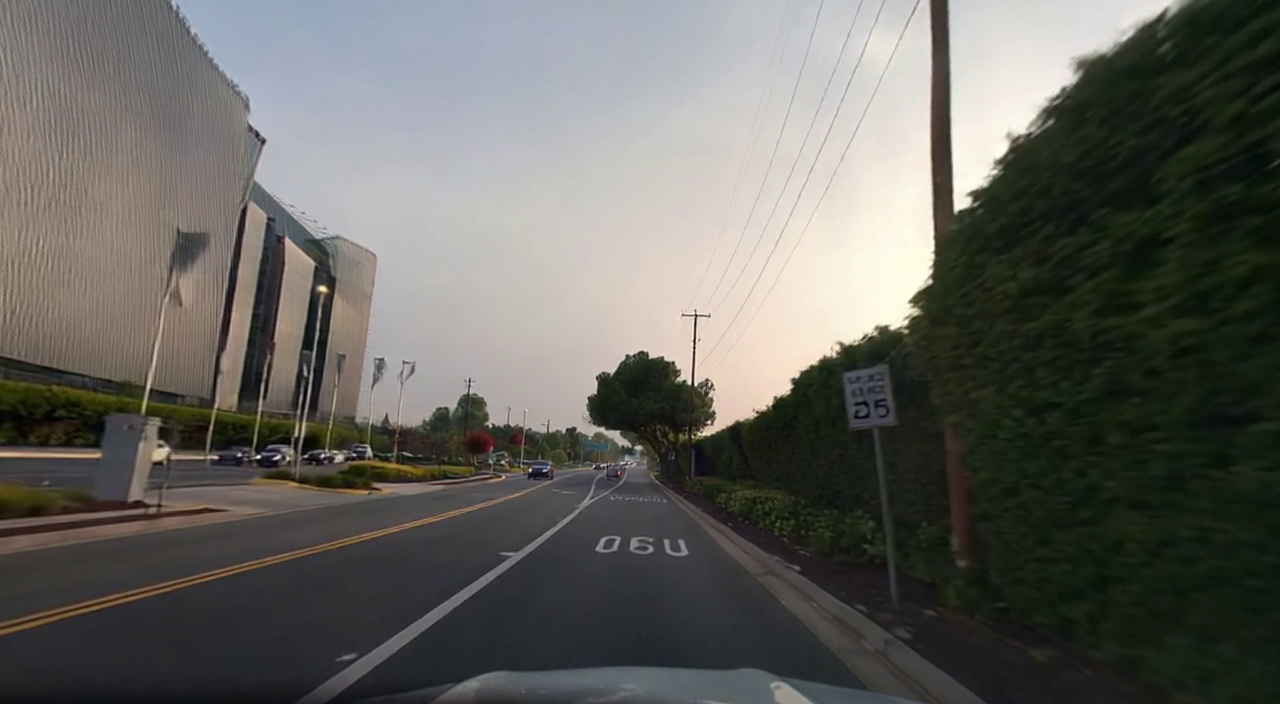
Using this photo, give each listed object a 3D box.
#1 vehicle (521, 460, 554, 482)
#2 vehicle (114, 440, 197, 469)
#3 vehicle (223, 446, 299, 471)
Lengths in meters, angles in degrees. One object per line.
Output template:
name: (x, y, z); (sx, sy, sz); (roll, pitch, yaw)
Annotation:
vehicle: (-7.685, 9.013, 47.555); (1.922, 1.540, 3.771); (1, -10, -1)
vehicle: (-28.817, 6.134, 37.396); (3.973, 1.647, 1.896); (-3, -11, 19)
vehicle: (-26.569, 7.479, 44.028); (4.630, 1.710, 2.035); (-4, -11, 23)
